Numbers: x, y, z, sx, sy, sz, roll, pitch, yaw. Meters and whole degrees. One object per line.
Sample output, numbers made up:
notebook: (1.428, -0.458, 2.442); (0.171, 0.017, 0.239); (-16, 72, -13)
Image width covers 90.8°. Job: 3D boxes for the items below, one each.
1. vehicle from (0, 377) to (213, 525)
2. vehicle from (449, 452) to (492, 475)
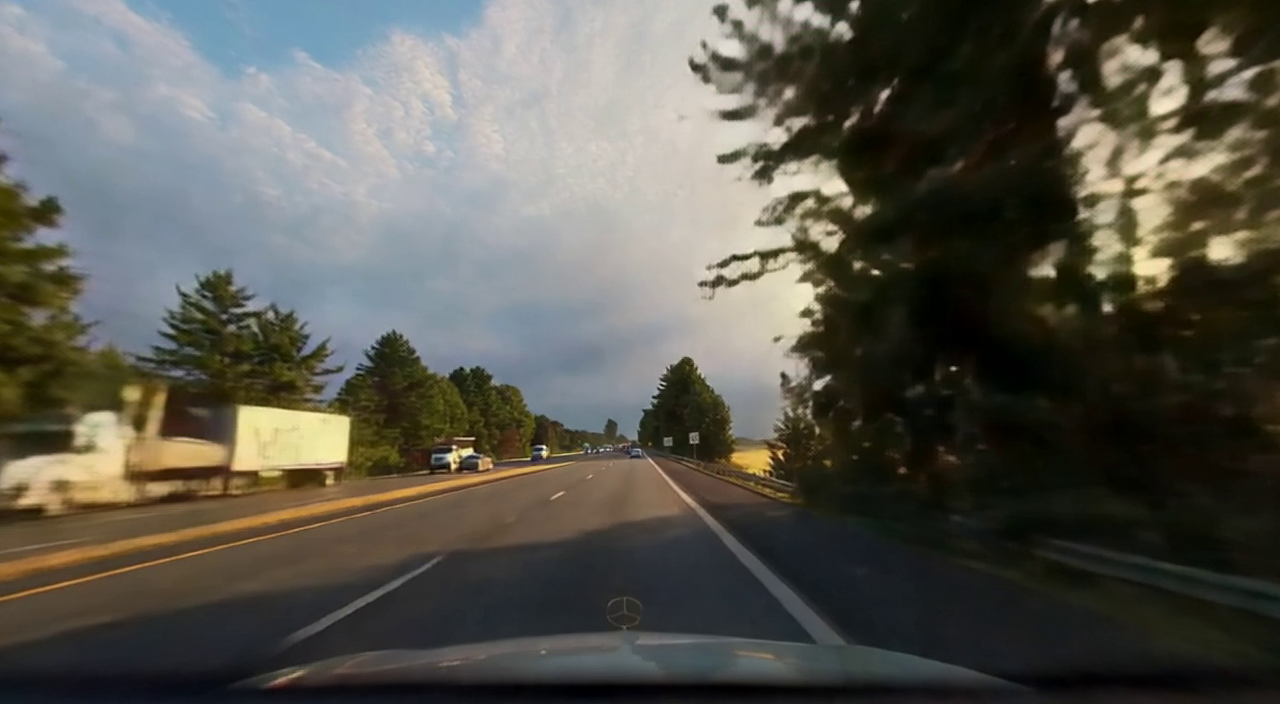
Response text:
vehicle: (-17.044, 3.076, 19.746); (3.017, 3.899, 5.910); (0, -9, 0)
vehicle: (-12.240, 8.065, 45.772); (1.903, 1.592, 4.451); (0, -9, 0)
